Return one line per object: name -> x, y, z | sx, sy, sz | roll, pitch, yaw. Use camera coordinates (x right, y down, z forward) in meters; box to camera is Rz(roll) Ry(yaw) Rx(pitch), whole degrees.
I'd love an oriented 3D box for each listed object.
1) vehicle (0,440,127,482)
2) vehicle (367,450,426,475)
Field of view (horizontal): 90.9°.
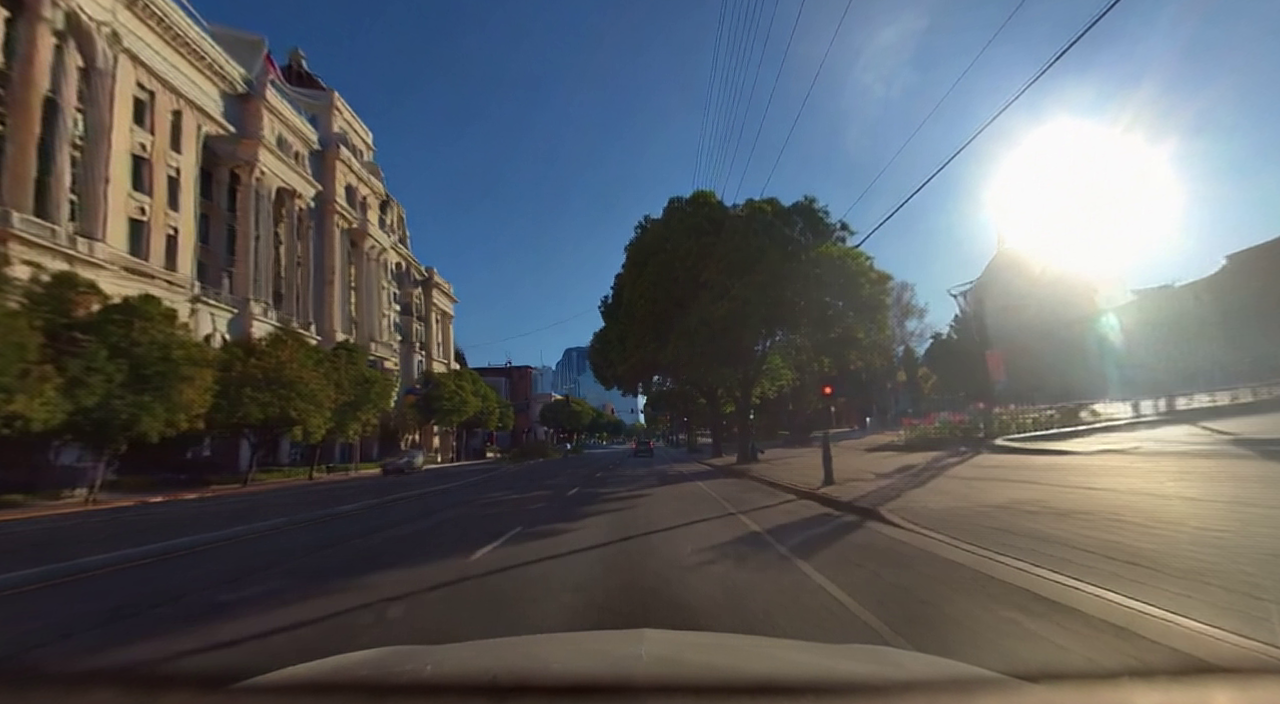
vehicle -> -36.482, 6.699, 39.057 | 2.132, 2.424, 6.702 | -6, -10, 31
vehicle -> -15.887, 7.232, 41.369 | 1.872, 1.490, 4.810 | -1, -9, 1
